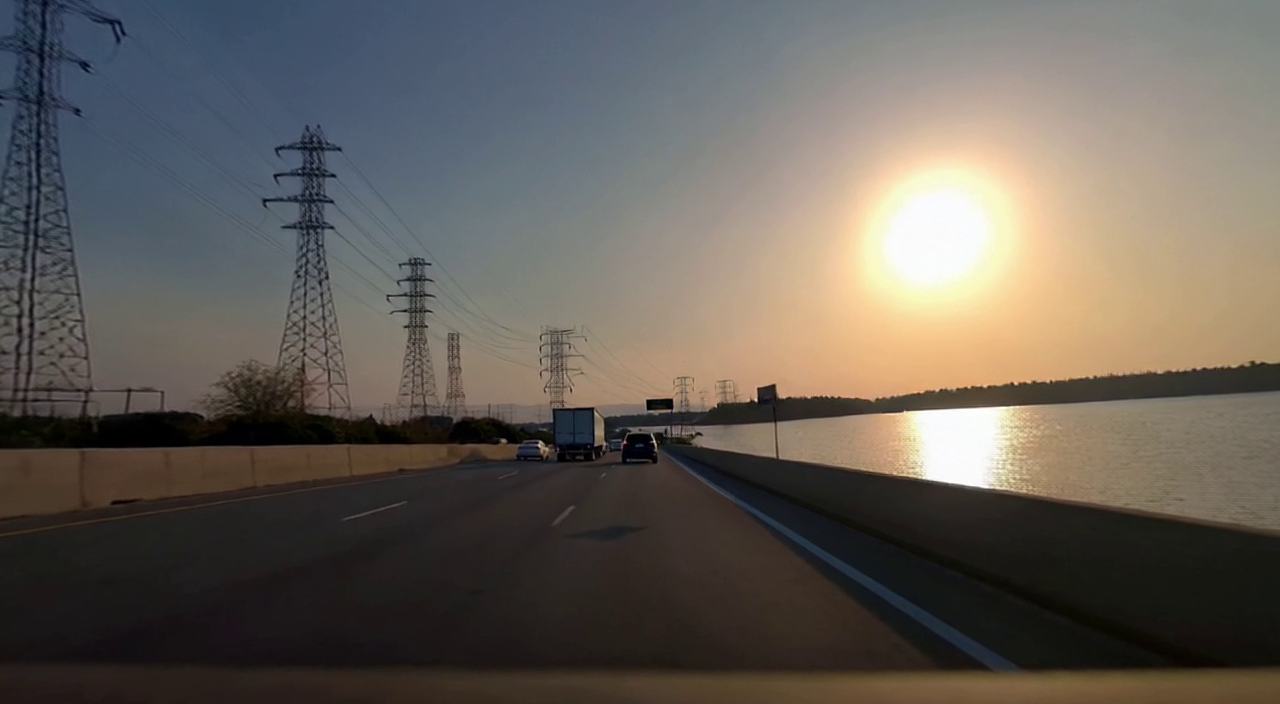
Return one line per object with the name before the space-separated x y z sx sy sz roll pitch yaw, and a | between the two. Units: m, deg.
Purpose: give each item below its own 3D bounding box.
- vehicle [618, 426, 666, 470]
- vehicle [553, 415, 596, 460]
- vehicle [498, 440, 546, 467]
vehicle | 0.108 5.077 33.513 2.358 2.144 4.713 0 -8 0
vehicle | -3.772 4.973 36.687 2.178 2.522 2.054 0 -8 1
vehicle | -7.131 6.187 38.735 2.004 1.545 4.513 0 -8 1
